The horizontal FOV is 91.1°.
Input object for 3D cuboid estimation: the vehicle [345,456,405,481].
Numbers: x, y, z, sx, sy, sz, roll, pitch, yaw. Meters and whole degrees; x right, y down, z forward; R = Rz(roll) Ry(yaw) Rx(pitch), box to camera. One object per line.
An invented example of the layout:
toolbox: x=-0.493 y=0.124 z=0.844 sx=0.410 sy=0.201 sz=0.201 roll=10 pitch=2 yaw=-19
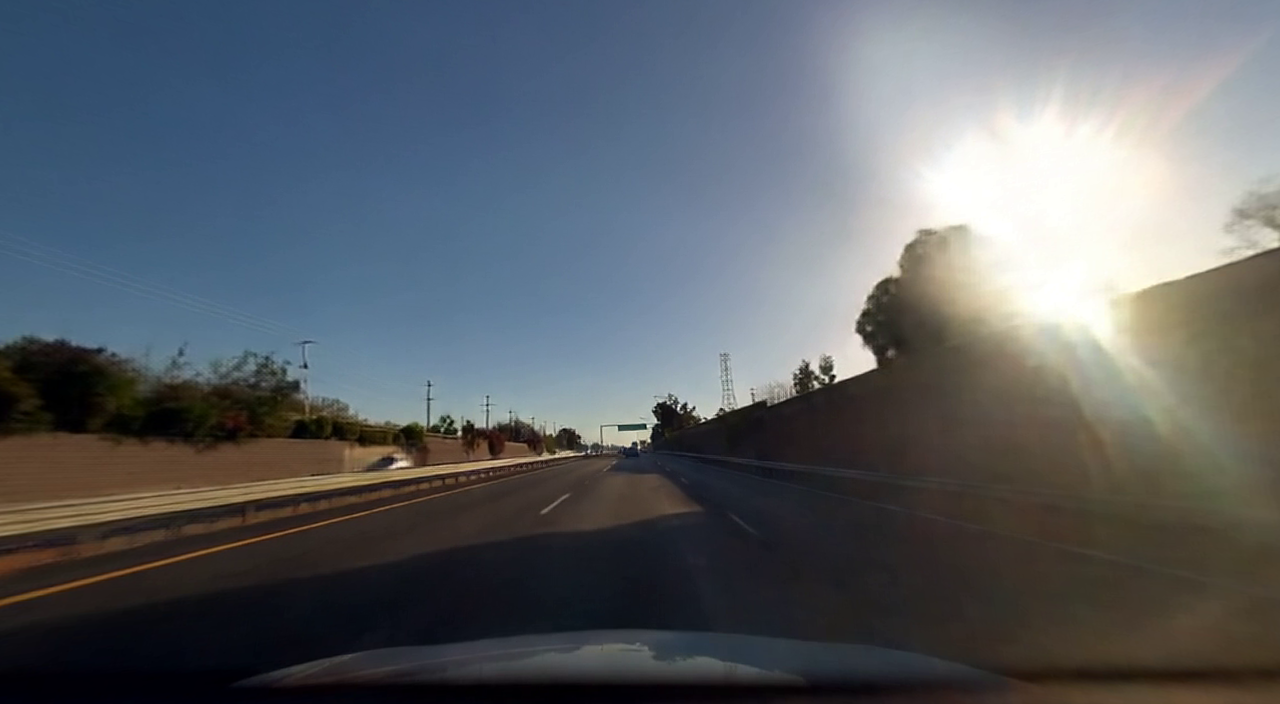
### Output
vehicle: x=-17.433 y=7.681 z=41.634 sx=1.924 sy=1.488 sz=4.654 roll=0 pitch=-9 yaw=0
